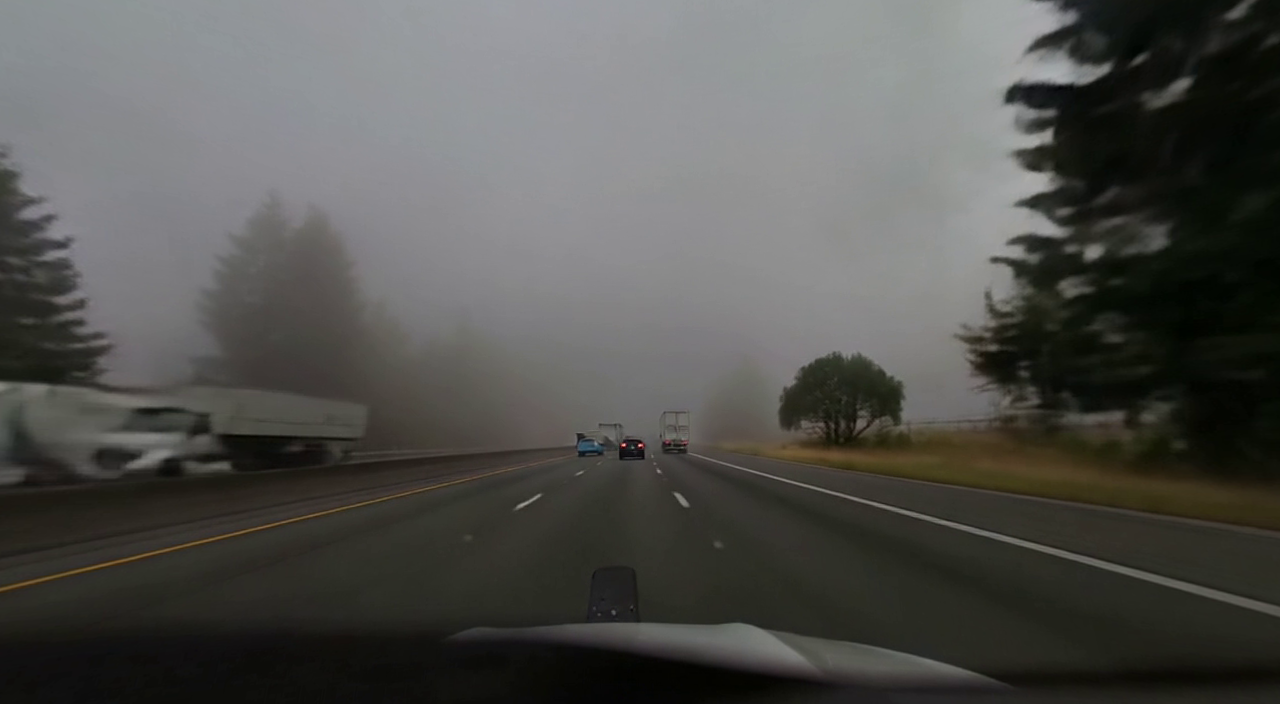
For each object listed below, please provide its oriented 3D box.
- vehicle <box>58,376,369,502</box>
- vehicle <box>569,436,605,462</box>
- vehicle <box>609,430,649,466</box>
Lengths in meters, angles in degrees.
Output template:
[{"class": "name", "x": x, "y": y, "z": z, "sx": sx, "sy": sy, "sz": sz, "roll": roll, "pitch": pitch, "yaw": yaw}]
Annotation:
[{"class": "vehicle", "x": -16.281, "y": 3.710, "z": 26.732, "sx": 3.029, "sy": 3.854, "sz": 14.437, "roll": -1, "pitch": -8, "yaw": 1}, {"class": "vehicle", "x": -3.700, "y": 6.866, "z": 44.680, "sx": 2.047, "sy": 1.757, "sz": 4.183, "roll": -1, "pitch": -8, "yaw": 1}, {"class": "vehicle", "x": -0.620, "y": 5.580, "z": 36.737, "sx": 2.211, "sy": 1.933, "sz": 4.315, "roll": -1, "pitch": -8, "yaw": -1}]
